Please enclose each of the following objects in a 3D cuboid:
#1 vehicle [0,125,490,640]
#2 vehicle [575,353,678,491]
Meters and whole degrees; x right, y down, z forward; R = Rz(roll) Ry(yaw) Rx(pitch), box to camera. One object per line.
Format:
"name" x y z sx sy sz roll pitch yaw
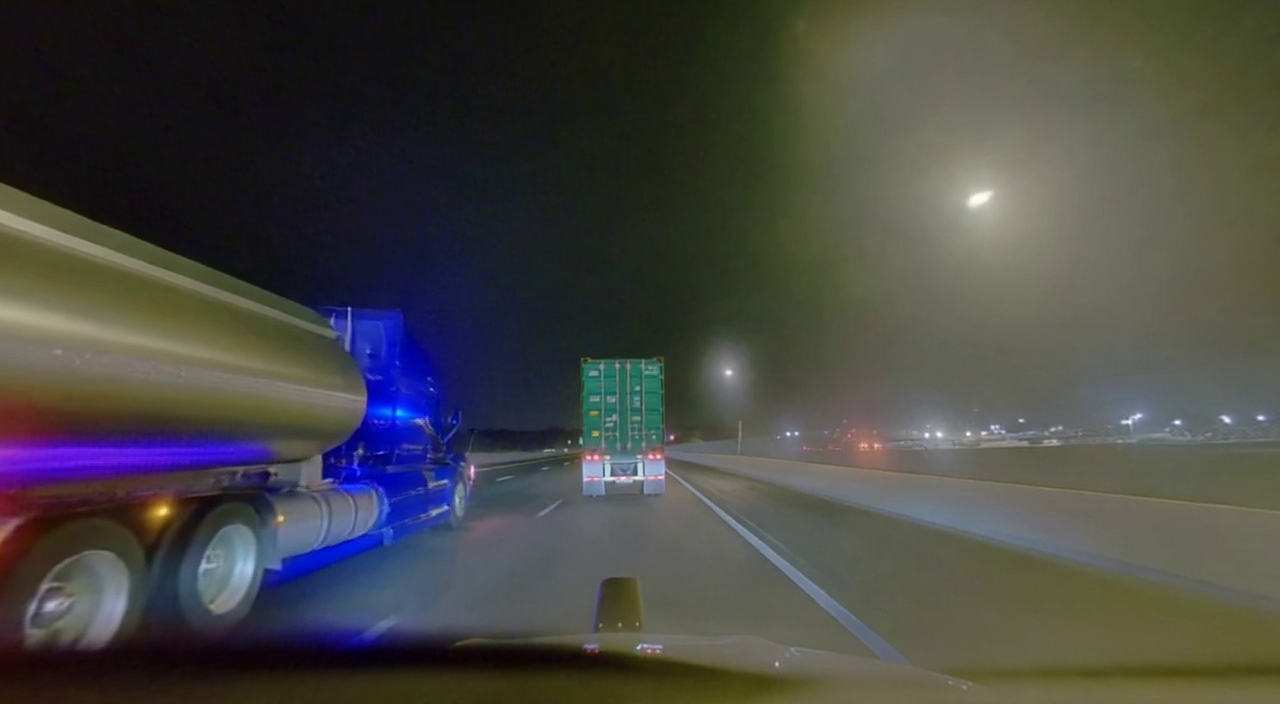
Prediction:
"vehicle" -4.216 0.535 7.281 3.418 3.652 5.690 0 -9 1
"vehicle" -0.347 2.861 23.954 2.942 4.003 11.297 0 -9 0
